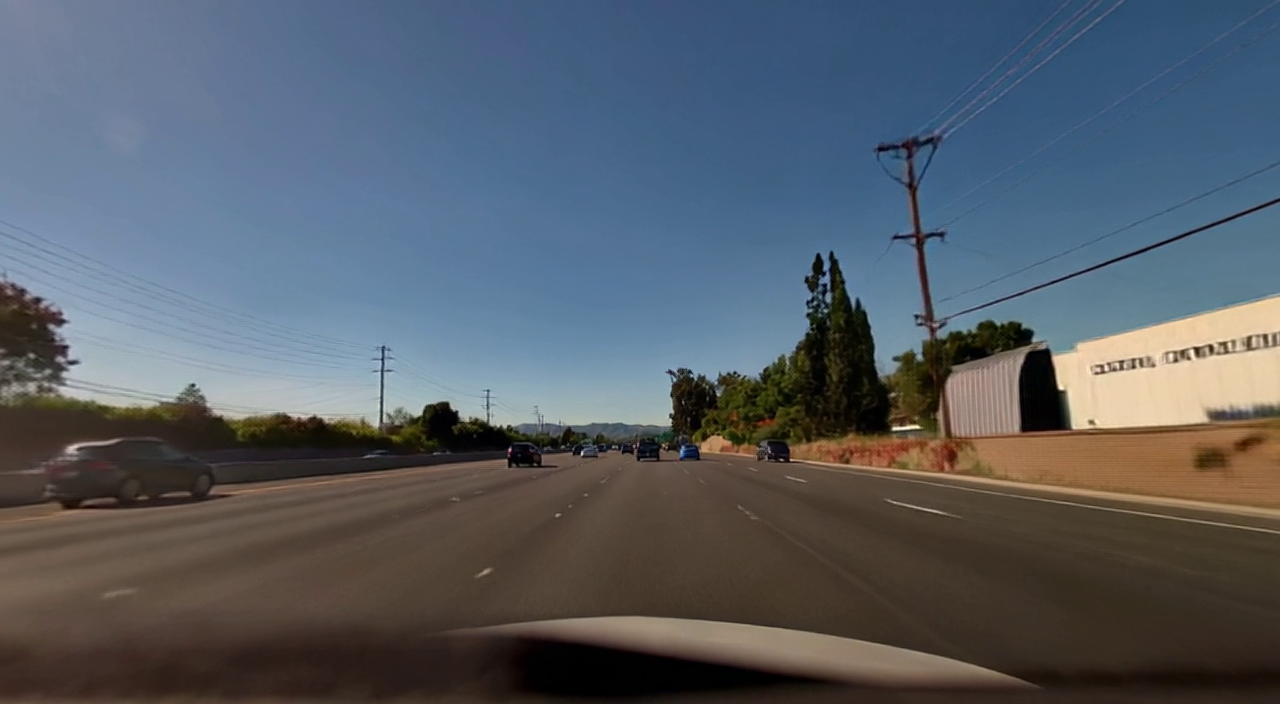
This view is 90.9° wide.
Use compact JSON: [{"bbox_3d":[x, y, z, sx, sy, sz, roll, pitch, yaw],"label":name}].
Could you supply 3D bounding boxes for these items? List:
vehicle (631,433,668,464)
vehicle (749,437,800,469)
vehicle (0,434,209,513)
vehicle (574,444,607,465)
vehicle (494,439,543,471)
[{"bbox_3d":[0.683,7.354,48.150,2.622,2.208,5.320,0,-8,0],"label":"vehicle"},{"bbox_3d":[7.586,5.747,35.974,1.937,1.698,4.322,0,-8,-1],"label":"vehicle"},{"bbox_3d":[-14.686,3.226,17.390,2.149,1.846,4.713,-1,-8,1],"label":"vehicle"},{"bbox_3d":[-3.530,7.415,45.711,1.979,1.469,4.378,0,-8,1],"label":"vehicle"},{"bbox_3d":[-7.145,6.119,37.603,2.007,1.732,4.395,0,-8,1],"label":"vehicle"}]
